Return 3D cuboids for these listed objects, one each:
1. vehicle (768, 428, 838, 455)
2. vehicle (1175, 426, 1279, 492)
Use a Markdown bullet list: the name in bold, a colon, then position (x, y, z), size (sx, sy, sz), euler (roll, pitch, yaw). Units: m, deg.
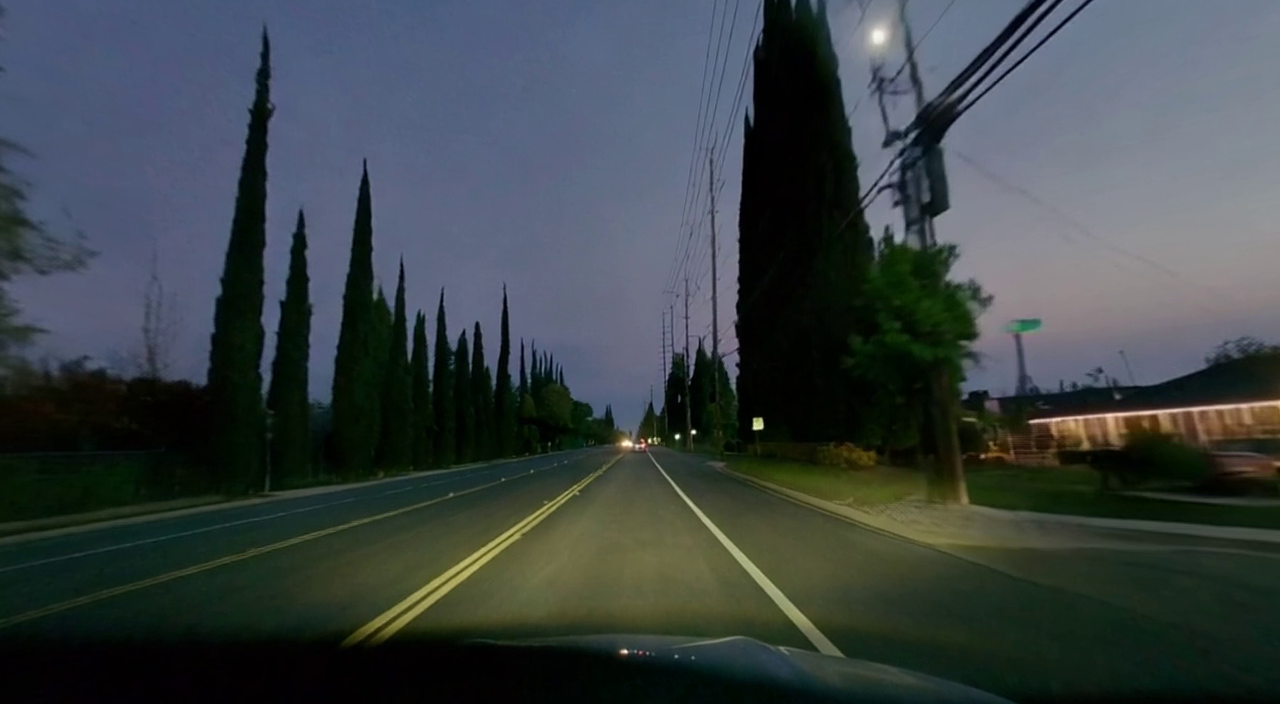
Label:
- **vehicle**: position (12.799, 7.063, 49.741), size (4.905, 2.056, 2.058), euler (0, -9, 0)
- **vehicle**: position (15.201, 2.432, 14.550), size (4.034, 1.403, 1.821), euler (0, -8, -2)
